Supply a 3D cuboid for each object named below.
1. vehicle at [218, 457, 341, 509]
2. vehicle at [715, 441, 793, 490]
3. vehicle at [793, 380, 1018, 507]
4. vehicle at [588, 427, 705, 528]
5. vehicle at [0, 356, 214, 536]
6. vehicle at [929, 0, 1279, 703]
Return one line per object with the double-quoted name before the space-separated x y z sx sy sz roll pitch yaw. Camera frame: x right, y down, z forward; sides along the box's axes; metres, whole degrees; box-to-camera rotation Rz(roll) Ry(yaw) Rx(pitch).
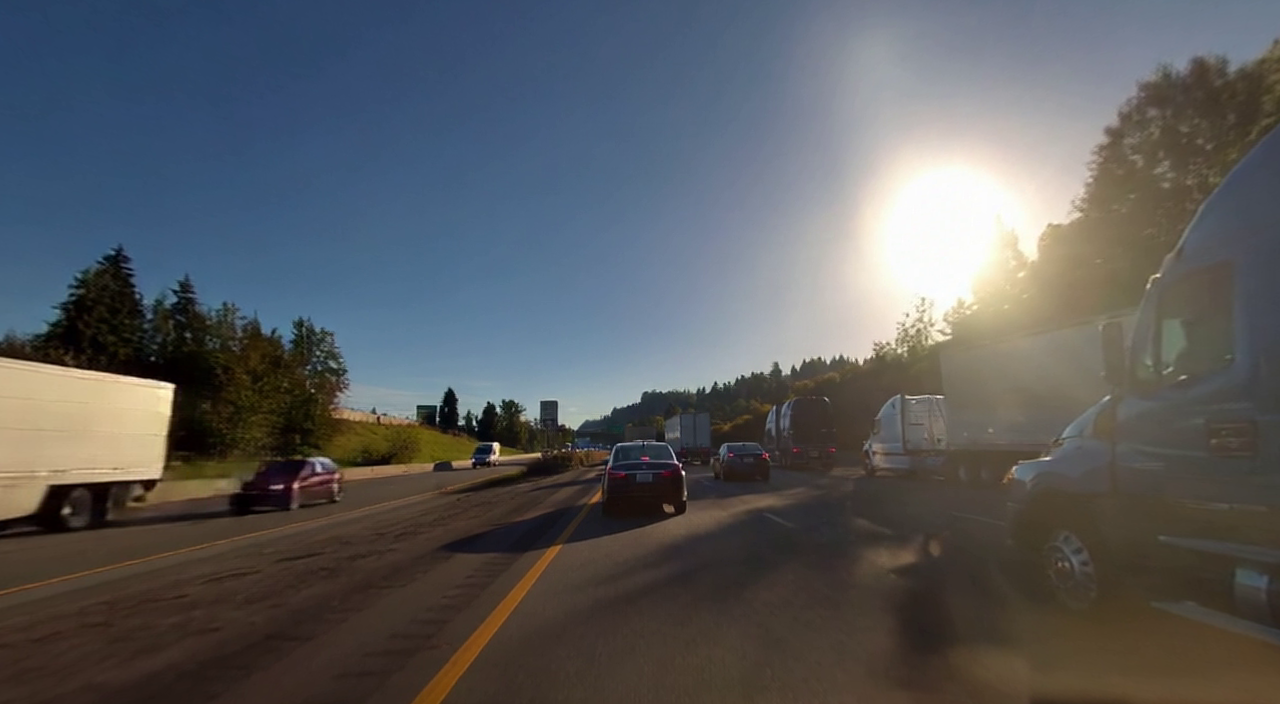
"vehicle" -12.010 4.344 21.228 1.917 1.518 3.802 0 -9 -1
"vehicle" 3.802 3.843 21.534 1.859 1.512 3.711 0 -9 -2
"vehicle" 7.987 3.102 21.128 2.799 3.188 10.578 0 -9 -1
"vehicle" 0.116 2.390 12.357 1.965 1.664 3.428 0 -9 0
"vehicle" -15.895 1.991 13.190 2.935 4.012 16.174 0 -9 -1
"vehicle" 4.190 -0.054 2.595 2.987 3.877 5.881 0 -9 0
